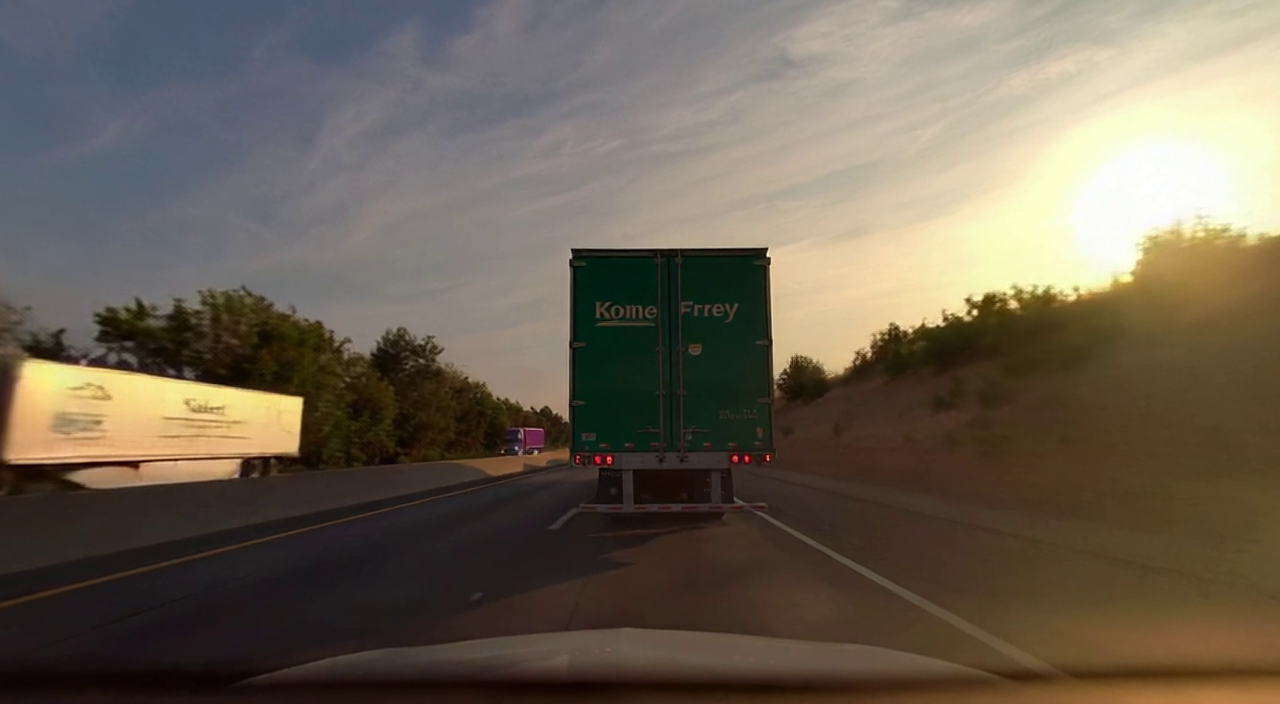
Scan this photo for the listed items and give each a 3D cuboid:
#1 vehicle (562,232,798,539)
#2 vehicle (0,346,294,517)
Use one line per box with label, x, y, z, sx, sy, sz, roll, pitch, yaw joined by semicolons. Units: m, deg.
vehicle;0.512;1.521;16.064;3.230;4.377;14.405;0;-9;0
vehicle;-16.581;2.781;20.657;2.836;4.015;13.173;0;-9;1
